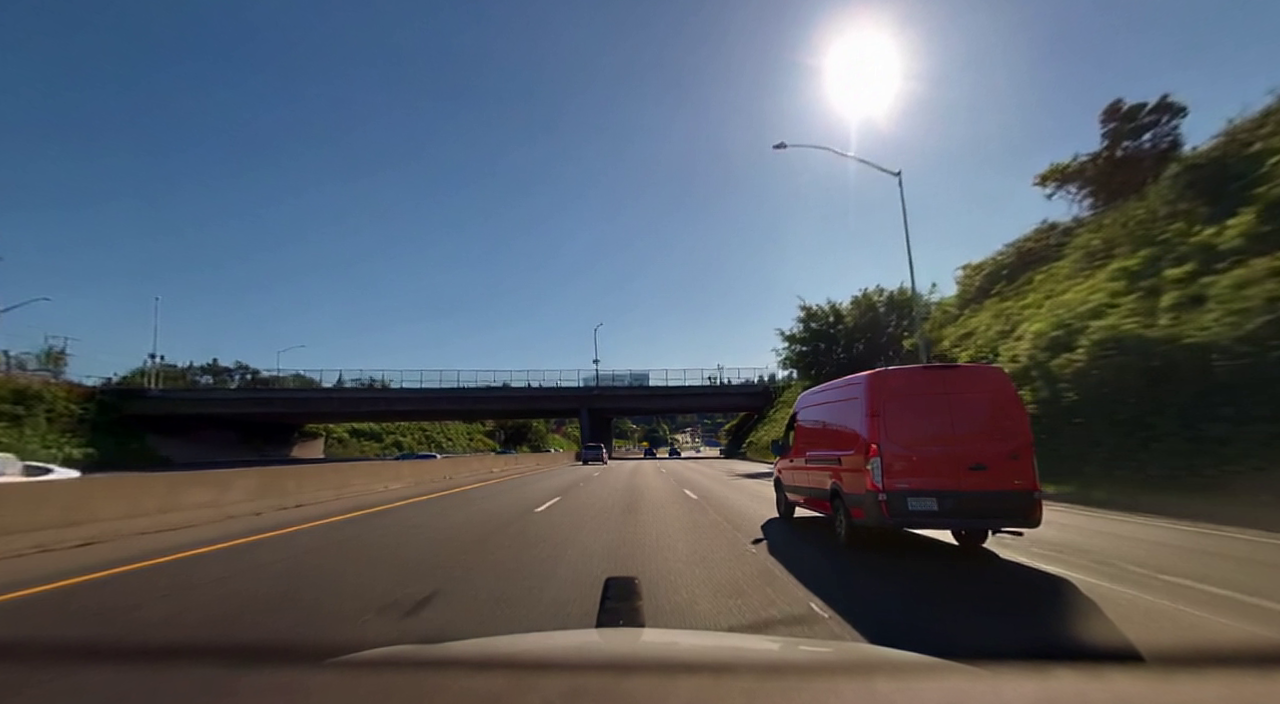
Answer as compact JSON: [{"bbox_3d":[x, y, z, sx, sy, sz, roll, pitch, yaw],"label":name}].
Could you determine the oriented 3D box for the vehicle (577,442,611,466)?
[{"bbox_3d":[-3.435,7.652,47.651,2.031,1.704,4.435,0,-9,2],"label":"vehicle"}]
